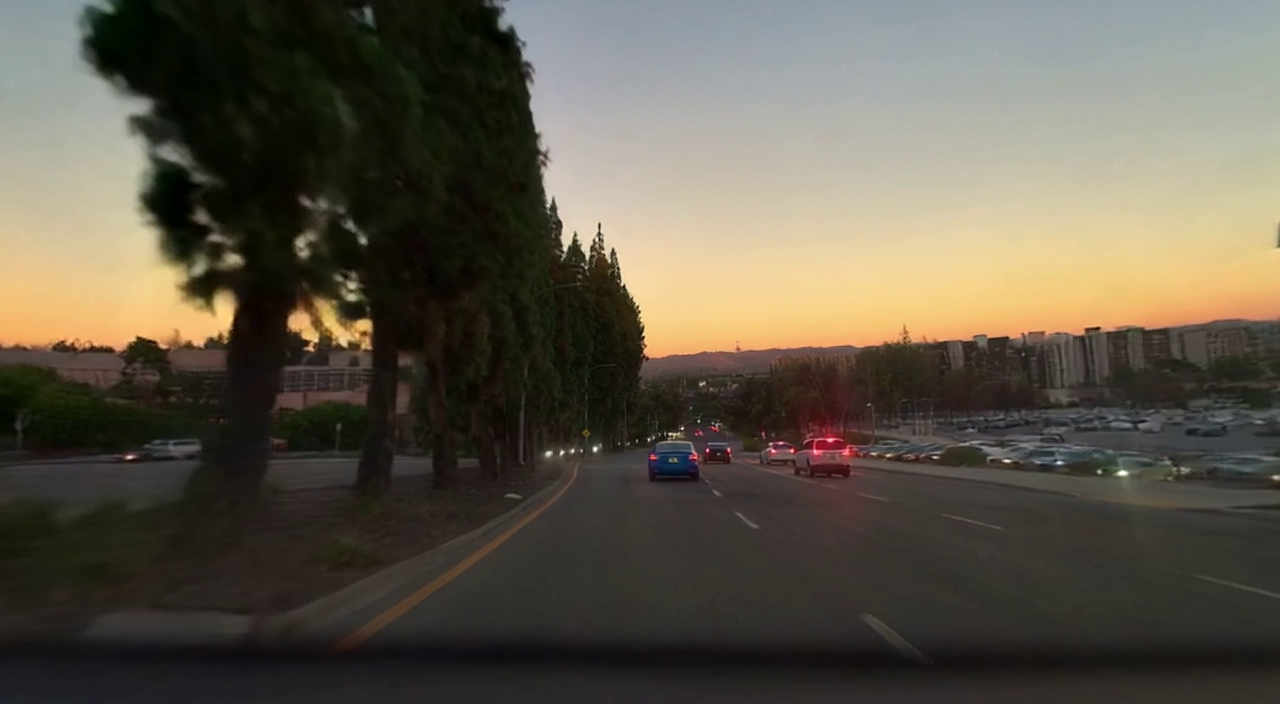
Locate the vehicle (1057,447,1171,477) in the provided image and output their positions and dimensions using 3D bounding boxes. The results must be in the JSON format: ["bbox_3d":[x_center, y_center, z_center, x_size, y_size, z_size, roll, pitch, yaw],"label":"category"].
[{"bbox_3d":[23.176,5.376,30.994,1.658,1.363,4.223,2,-9,-16],"label":"vehicle"}]

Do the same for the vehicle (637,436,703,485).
[{"bbox_3d":[0.999,3.862,22.729,2.145,1.603,4.369,0,-8,1],"label":"vehicle"}]

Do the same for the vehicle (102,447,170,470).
[{"bbox_3d":[-36.513,7.703,45.741,1.880,1.535,4.620,2,-9,-12],"label":"vehicle"}]

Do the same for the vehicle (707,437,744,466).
[{"bbox_3d":[5.599,6.555,41.542,1.976,1.796,4.159,0,-8,2],"label":"vehicle"}]

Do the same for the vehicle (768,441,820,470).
[{"bbox_3d":[8.534,5.780,35.246,1.928,1.488,4.361,0,-8,1],"label":"vehicle"}]
